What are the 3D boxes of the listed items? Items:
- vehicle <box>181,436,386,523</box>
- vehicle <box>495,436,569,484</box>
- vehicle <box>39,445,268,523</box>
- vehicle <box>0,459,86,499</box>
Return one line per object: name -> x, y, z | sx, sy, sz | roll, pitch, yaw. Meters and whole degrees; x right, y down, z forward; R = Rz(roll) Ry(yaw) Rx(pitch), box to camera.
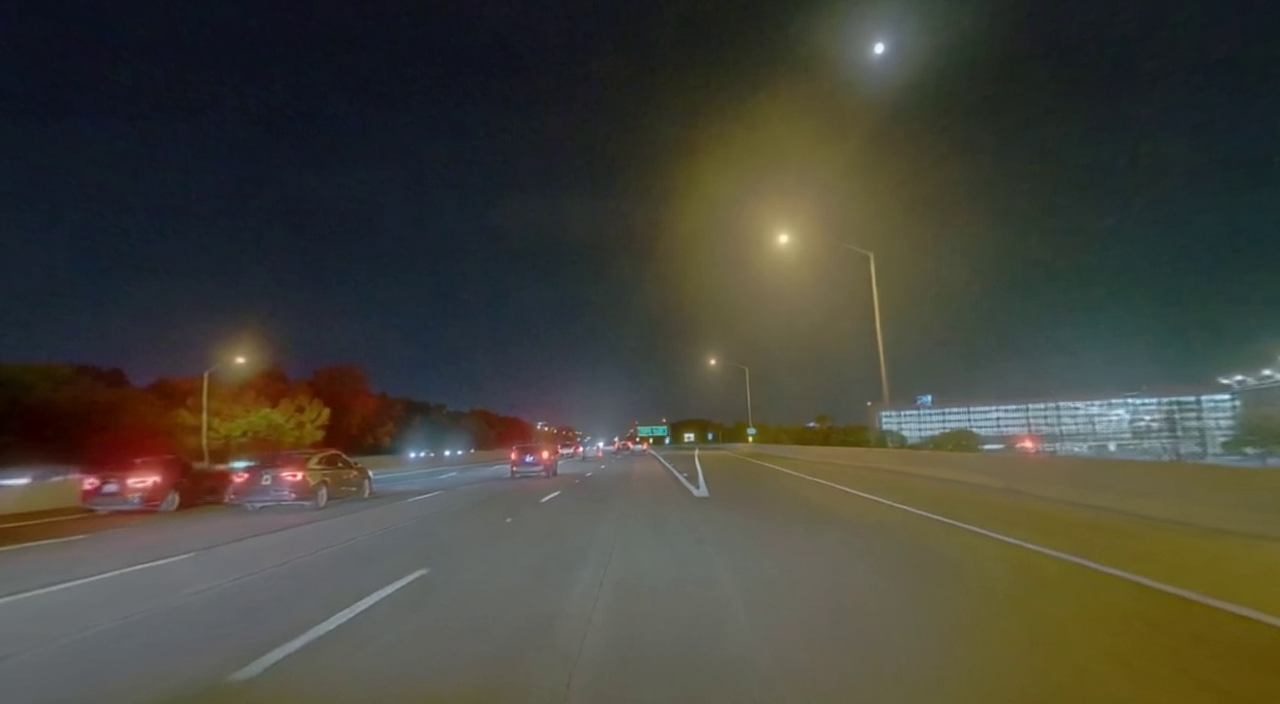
vehicle -> -7.940, 2.853, 14.702 | 2.071, 1.661, 4.540 | -1, -8, 1
vehicle -> -4.273, 4.336, 25.664 | 2.158, 1.717, 4.375 | -1, -8, 1
vehicle -> -11.714, 3.158, 15.700 | 2.003, 1.595, 4.532 | -1, -8, 1
vehicle -> -27.626, 5.586, 27.797 | 1.945, 1.532, 4.780 | -1, -8, 0
